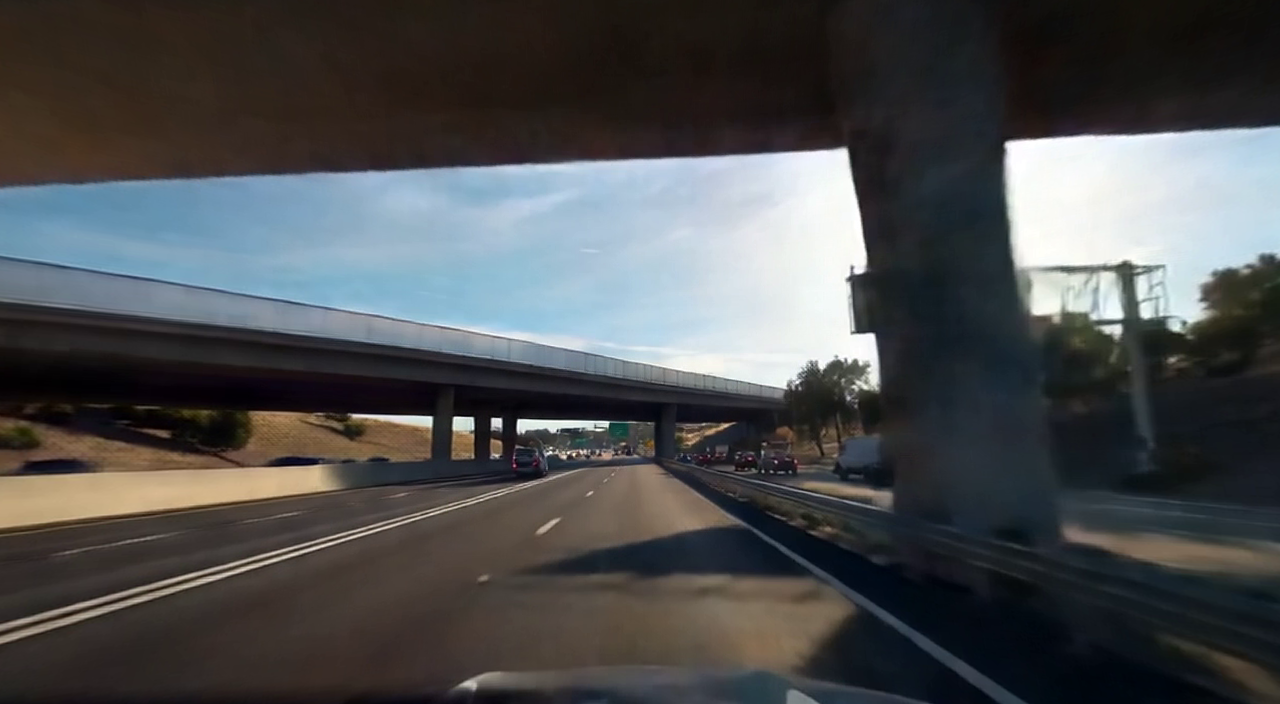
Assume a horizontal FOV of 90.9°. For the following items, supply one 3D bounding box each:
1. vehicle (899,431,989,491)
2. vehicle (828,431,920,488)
[{"bbox_3d":[18.644,6.673,39.020,2.594,3.362,5.549,1,-9,-1],"label":"vehicle"},{"bbox_3d":[15.790,7.316,43.384,2.635,3.459,9.104,1,-9,-1],"label":"vehicle"}]
